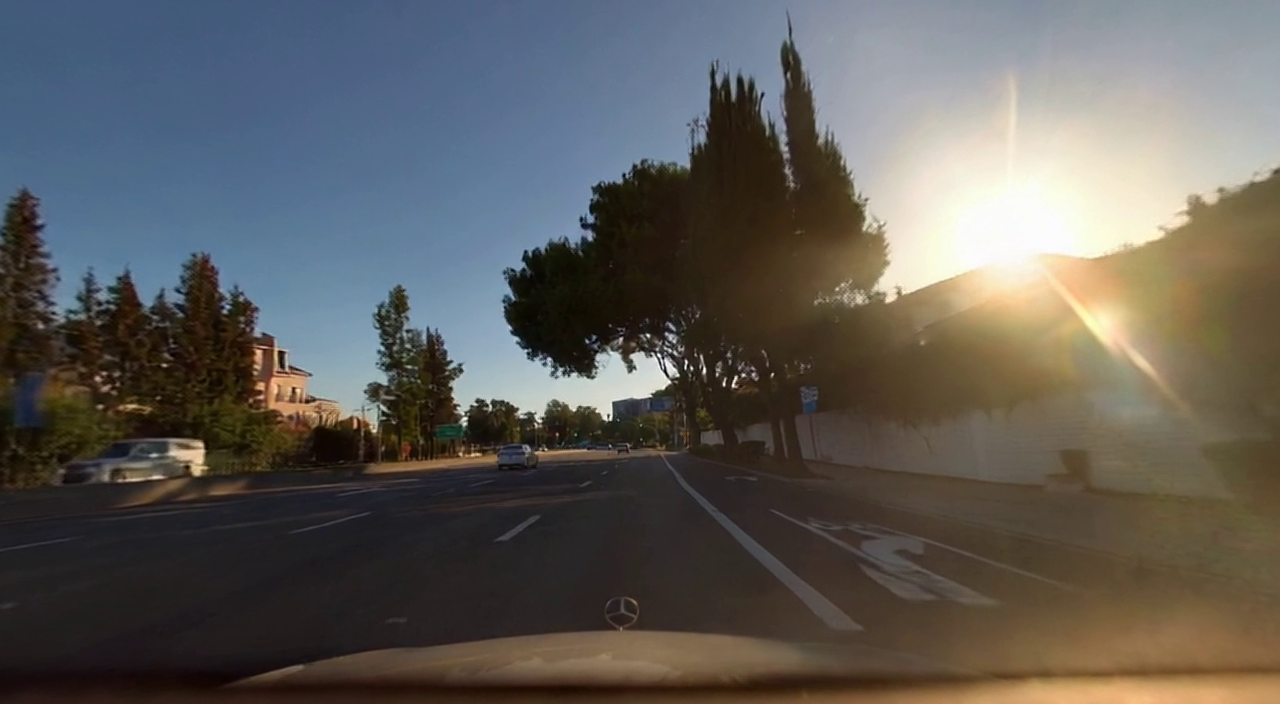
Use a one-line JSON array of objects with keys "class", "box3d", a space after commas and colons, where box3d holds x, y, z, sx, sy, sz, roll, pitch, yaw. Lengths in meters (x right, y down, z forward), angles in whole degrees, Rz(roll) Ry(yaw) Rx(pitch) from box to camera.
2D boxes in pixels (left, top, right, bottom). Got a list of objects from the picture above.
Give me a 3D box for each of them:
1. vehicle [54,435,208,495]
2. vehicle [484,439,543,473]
[{"class": "vehicle", "box3d": [-26.390, 5.827, 33.270, 2.284, 2.792, 6.858, 0, -8, 1]}, {"class": "vehicle", "box3d": [-6.788, 5.632, 34.540, 2.115, 1.711, 4.722, 0, -8, 2]}]
